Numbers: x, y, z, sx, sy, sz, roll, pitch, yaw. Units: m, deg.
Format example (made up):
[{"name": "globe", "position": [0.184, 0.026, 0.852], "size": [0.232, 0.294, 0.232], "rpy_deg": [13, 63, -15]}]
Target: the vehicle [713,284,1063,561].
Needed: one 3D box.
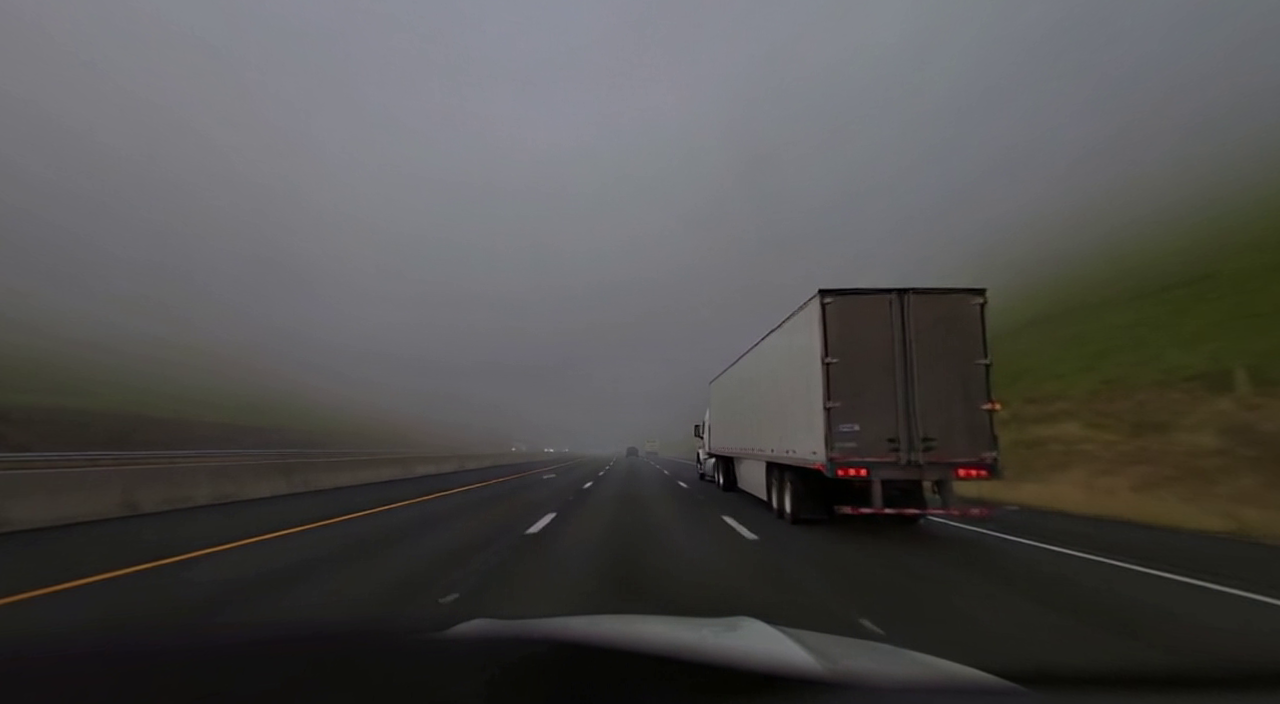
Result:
[{"name": "vehicle", "position": [3.852, 1.757, 14.045], "size": [2.876, 3.586, 11.726], "rpy_deg": [0, -9, -1]}]
